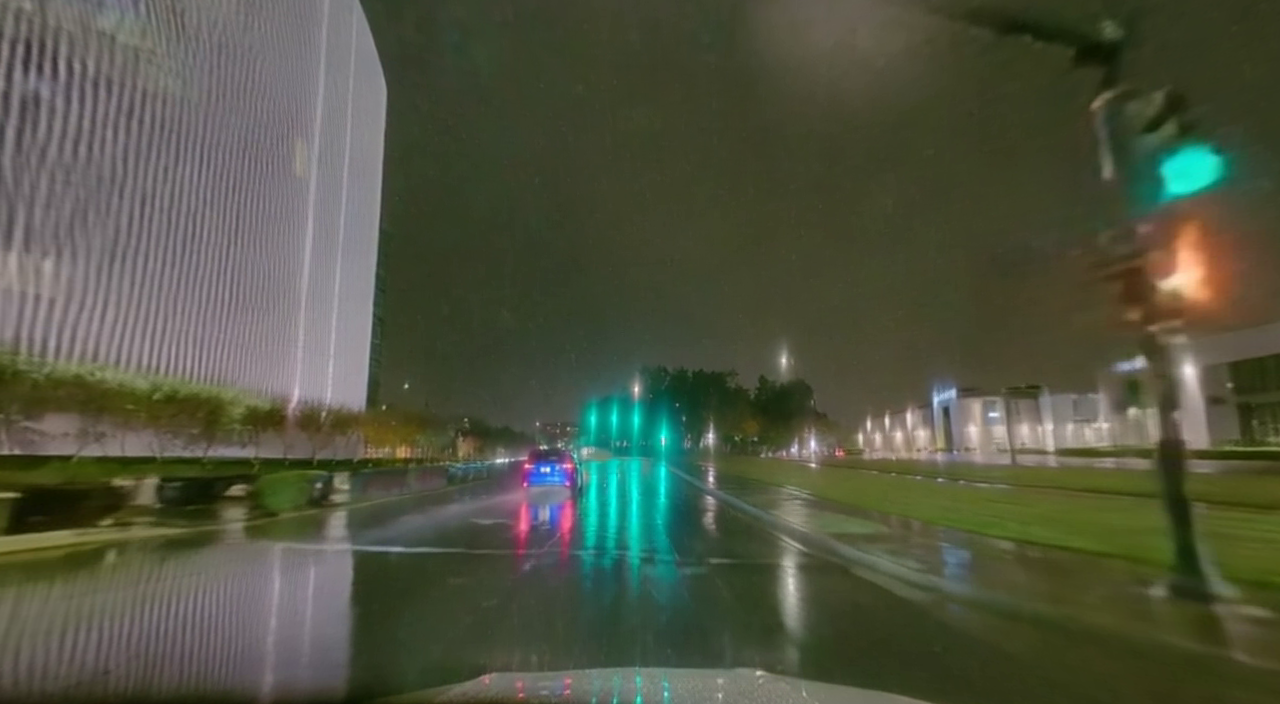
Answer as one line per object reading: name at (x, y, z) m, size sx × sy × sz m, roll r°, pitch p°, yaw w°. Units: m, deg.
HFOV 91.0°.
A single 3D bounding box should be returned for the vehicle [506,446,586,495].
vehicle at (-3.098, 4.020, 21.748) m, size 1.971 × 1.486 × 4.380 m, roll 0°, pitch -9°, yaw 1°
